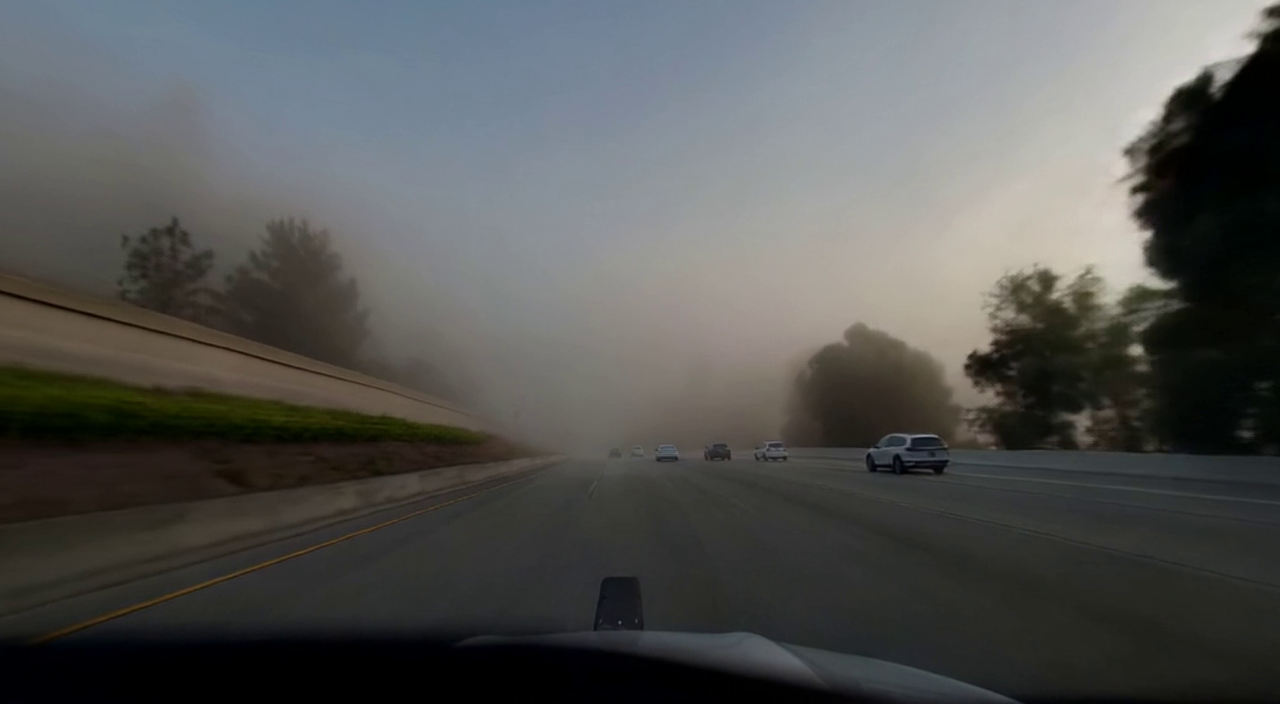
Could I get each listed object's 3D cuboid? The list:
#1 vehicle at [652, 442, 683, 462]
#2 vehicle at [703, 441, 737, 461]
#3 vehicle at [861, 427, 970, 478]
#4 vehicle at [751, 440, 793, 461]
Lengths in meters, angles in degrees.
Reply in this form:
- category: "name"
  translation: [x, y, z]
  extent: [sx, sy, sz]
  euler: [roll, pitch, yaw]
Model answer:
- category: "vehicle"
  translation: [2.076, 7.736, 48.739]
  extent: [1.934, 1.491, 3.982]
  euler: [0, -9, -3]
- category: "vehicle"
  translation: [6.225, 7.798, 49.468]
  extent: [1.904, 1.488, 4.299]
  euler: [0, -9, -4]
- category: "vehicle"
  translation: [10.532, 3.881, 24.493]
  extent: [2.077, 1.763, 4.472]
  euler: [0, -9, -2]
- category: "vehicle"
  translation: [10.079, 7.542, 48.312]
  extent: [1.987, 1.546, 4.271]
  euler: [0, -9, -4]
